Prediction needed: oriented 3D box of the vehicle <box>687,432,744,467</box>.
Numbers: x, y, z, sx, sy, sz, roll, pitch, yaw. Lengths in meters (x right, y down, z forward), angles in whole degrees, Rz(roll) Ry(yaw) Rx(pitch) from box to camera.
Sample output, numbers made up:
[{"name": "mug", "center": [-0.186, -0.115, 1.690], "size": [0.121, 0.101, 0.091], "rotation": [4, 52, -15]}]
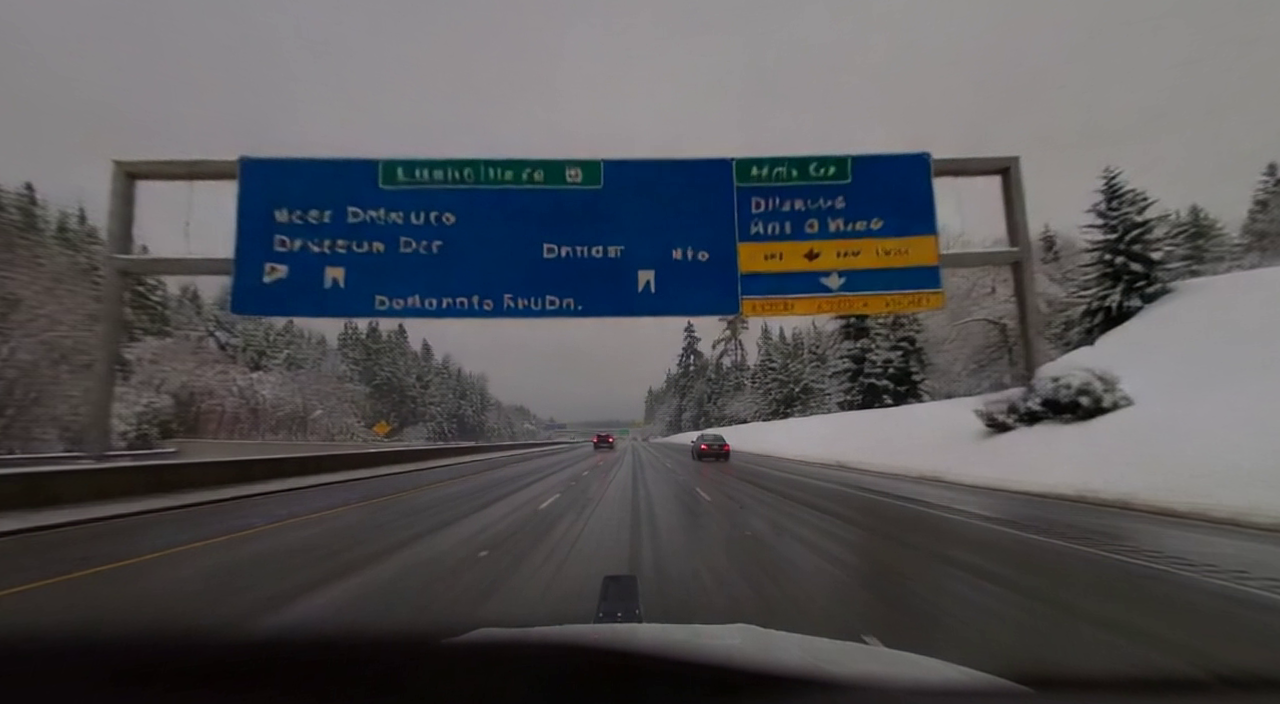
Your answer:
[{"name": "vehicle", "center": [3.510, 4.638, 30.234], "size": [2.077, 1.523, 4.539], "rotation": [0, -8, -2]}]

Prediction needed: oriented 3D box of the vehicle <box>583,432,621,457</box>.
[{"name": "vehicle", "center": [-2.527, 6.262, 42.739], "size": [2.219, 1.660, 4.153], "rotation": [0, -8, 1]}]
